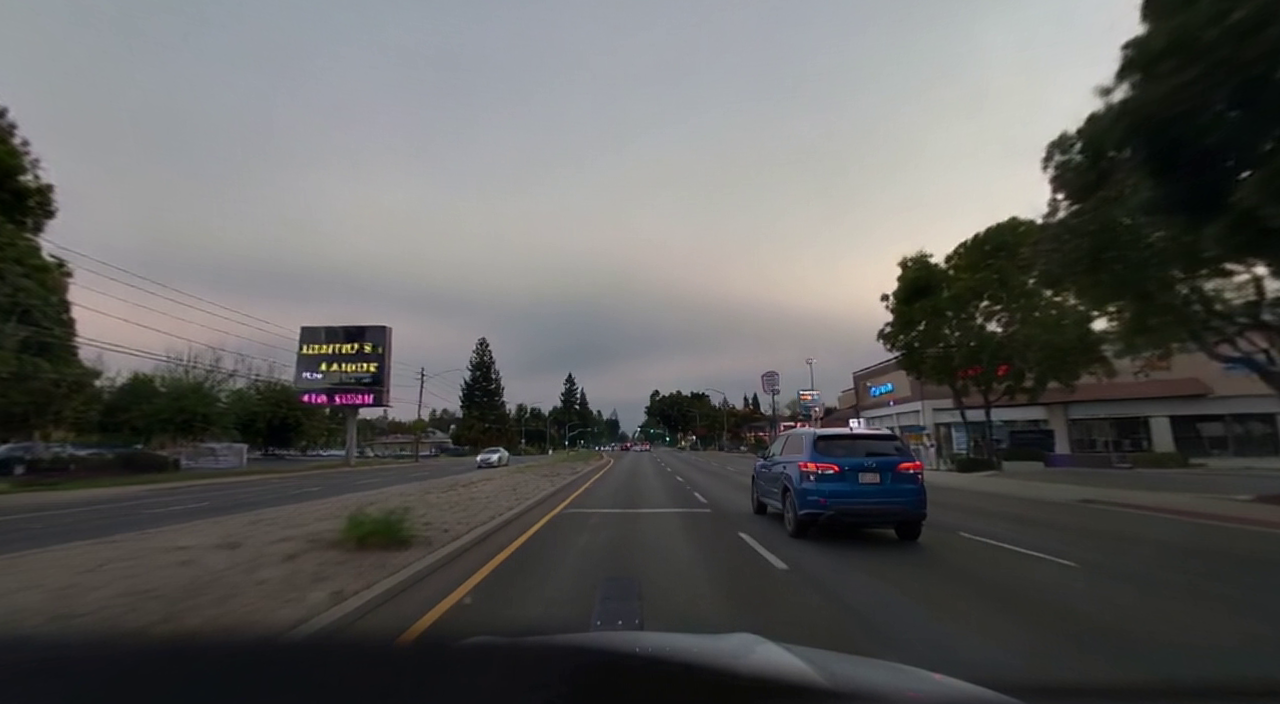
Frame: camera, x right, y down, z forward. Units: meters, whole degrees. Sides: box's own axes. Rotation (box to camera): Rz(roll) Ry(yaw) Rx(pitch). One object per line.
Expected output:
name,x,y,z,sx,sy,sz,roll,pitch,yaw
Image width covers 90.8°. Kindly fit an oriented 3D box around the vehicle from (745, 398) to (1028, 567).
vehicle,3.042,1.754,9.156,2.130,1.790,4.615,0,-9,-1
